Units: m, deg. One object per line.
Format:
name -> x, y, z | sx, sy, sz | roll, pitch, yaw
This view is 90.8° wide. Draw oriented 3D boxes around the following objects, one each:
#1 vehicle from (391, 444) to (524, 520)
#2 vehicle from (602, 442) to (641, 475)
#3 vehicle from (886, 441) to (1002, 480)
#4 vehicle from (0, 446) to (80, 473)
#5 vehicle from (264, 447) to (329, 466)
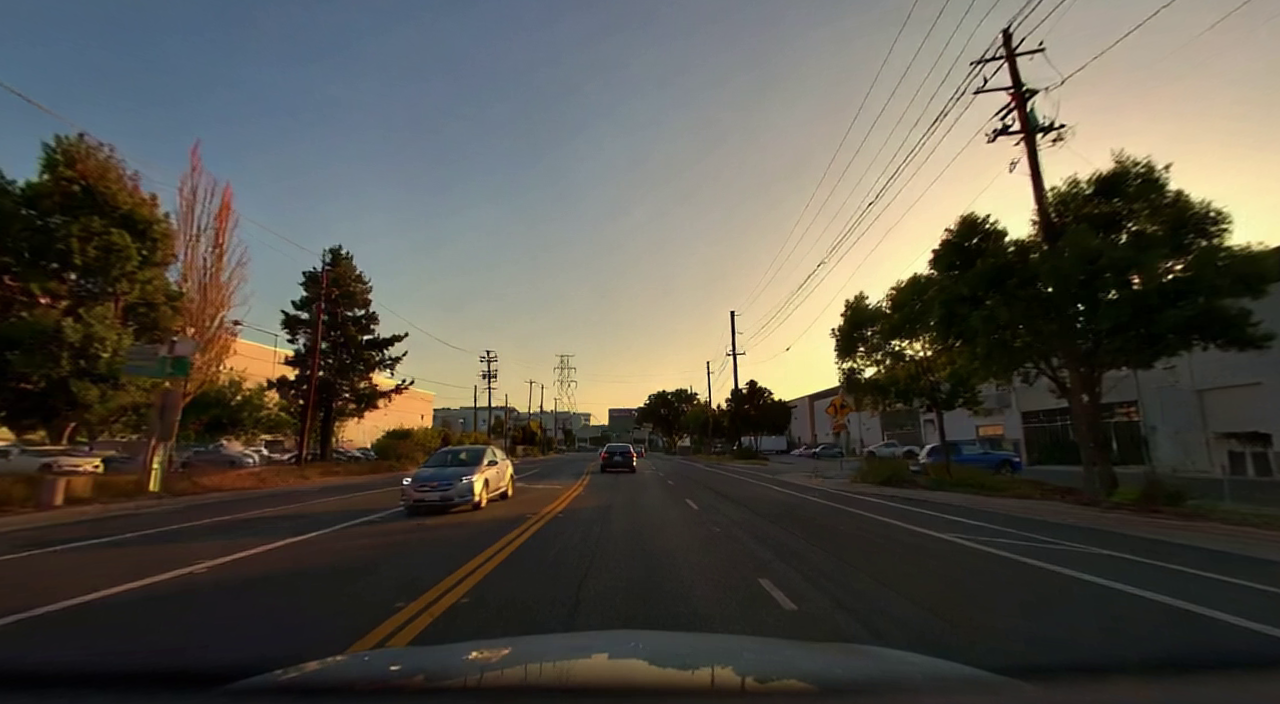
vehicle -> -3.909, 2.817, 14.322 | 1.863, 1.435, 4.204 | 0, -8, -1
vehicle -> -0.967, 5.507, 32.986 | 1.937, 1.588, 3.746 | 0, -8, -1
vehicle -> 17.264, 6.168, 36.302 | 2.423, 2.005, 5.671 | 3, -9, -23
vehicle -> -40.132, 7.051, 41.589 | 4.565, 1.737, 1.983 | 0, -8, 1
vehicle -> -26.946, 8.212, 49.672 | 3.983, 1.472, 1.898 | 0, -8, -1
